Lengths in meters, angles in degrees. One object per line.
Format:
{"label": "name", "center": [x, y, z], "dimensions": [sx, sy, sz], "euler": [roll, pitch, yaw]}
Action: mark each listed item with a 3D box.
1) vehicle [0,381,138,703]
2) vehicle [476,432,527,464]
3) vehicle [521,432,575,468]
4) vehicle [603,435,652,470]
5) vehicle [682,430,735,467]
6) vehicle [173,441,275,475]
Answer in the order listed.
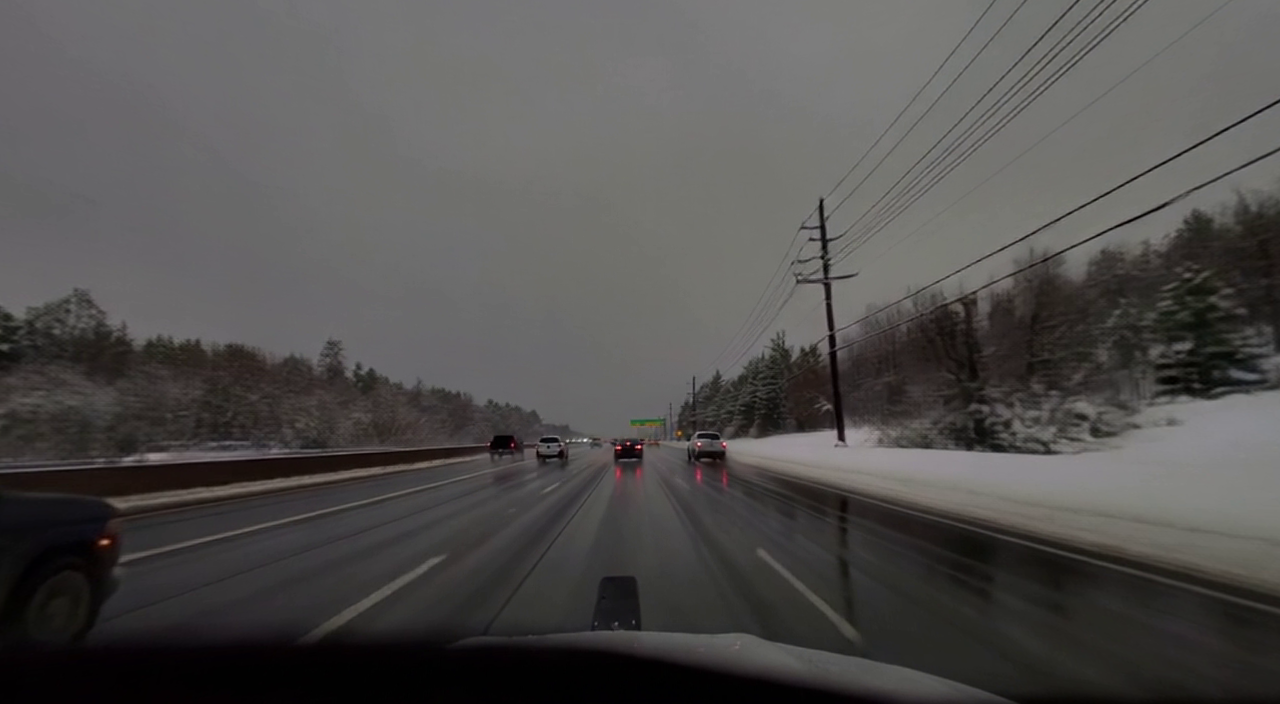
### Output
{"label": "vehicle", "center": [-4.173, 0.777, 1.835], "dimensions": [2.004, 1.607, 4.161], "euler": [0, -8, -1]}
{"label": "vehicle", "center": [-7.764, 5.408, 35.775], "dimensions": [1.980, 1.678, 4.255], "euler": [0, -8, -1]}
{"label": "vehicle", "center": [-4.377, 4.694, 30.524], "dimensions": [1.901, 1.601, 4.610], "euler": [0, -8, 0]}
{"label": "vehicle", "center": [-0.565, 4.544, 28.742], "dimensions": [2.086, 1.488, 3.440], "euler": [0, -8, -2]}
{"label": "vehicle", "center": [3.287, 4.756, 31.296], "dimensions": [1.950, 1.695, 4.446], "euler": [1, -8, -2]}
{"label": "vehicle", "center": [-19.543, 4.979, 29.895], "dimensions": [1.806, 1.407, 4.562], "euler": [0, -8, -1]}
